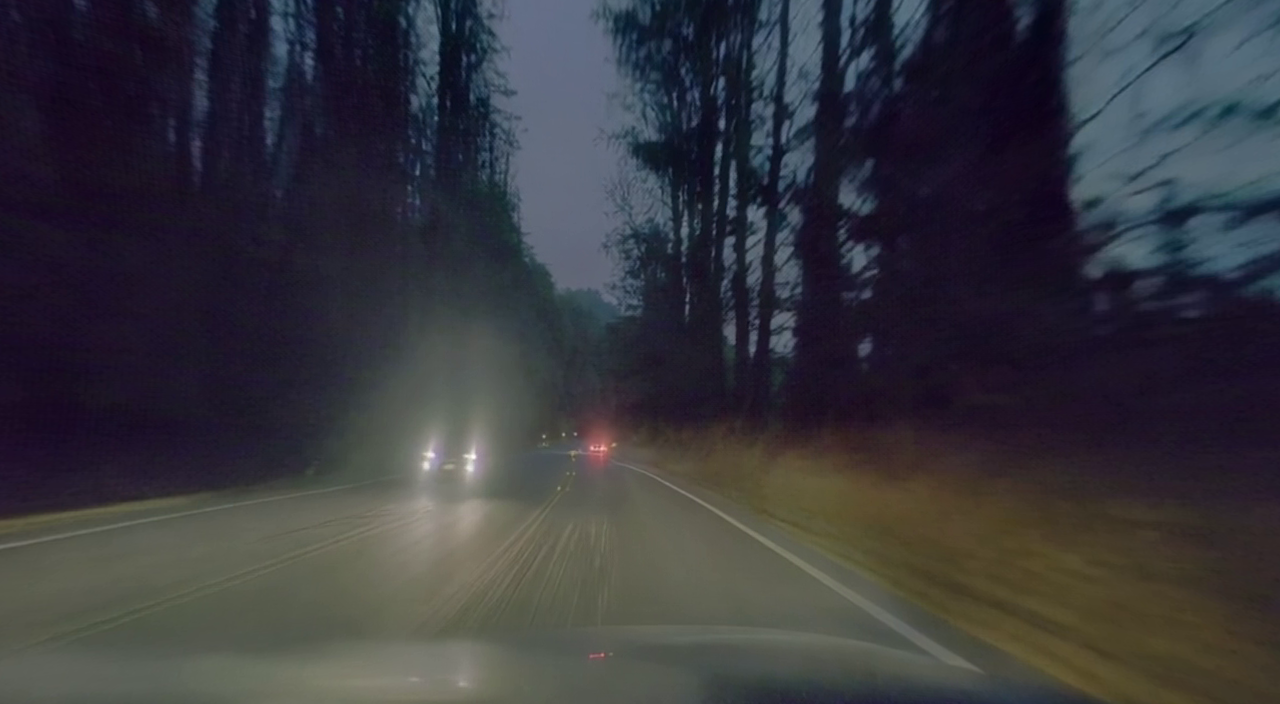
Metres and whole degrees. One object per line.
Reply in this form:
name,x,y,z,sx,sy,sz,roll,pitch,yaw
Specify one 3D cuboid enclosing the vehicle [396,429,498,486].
vehicle,-6.510,3.626,21.933,2.318,1.754,4.328,0,-9,-2
